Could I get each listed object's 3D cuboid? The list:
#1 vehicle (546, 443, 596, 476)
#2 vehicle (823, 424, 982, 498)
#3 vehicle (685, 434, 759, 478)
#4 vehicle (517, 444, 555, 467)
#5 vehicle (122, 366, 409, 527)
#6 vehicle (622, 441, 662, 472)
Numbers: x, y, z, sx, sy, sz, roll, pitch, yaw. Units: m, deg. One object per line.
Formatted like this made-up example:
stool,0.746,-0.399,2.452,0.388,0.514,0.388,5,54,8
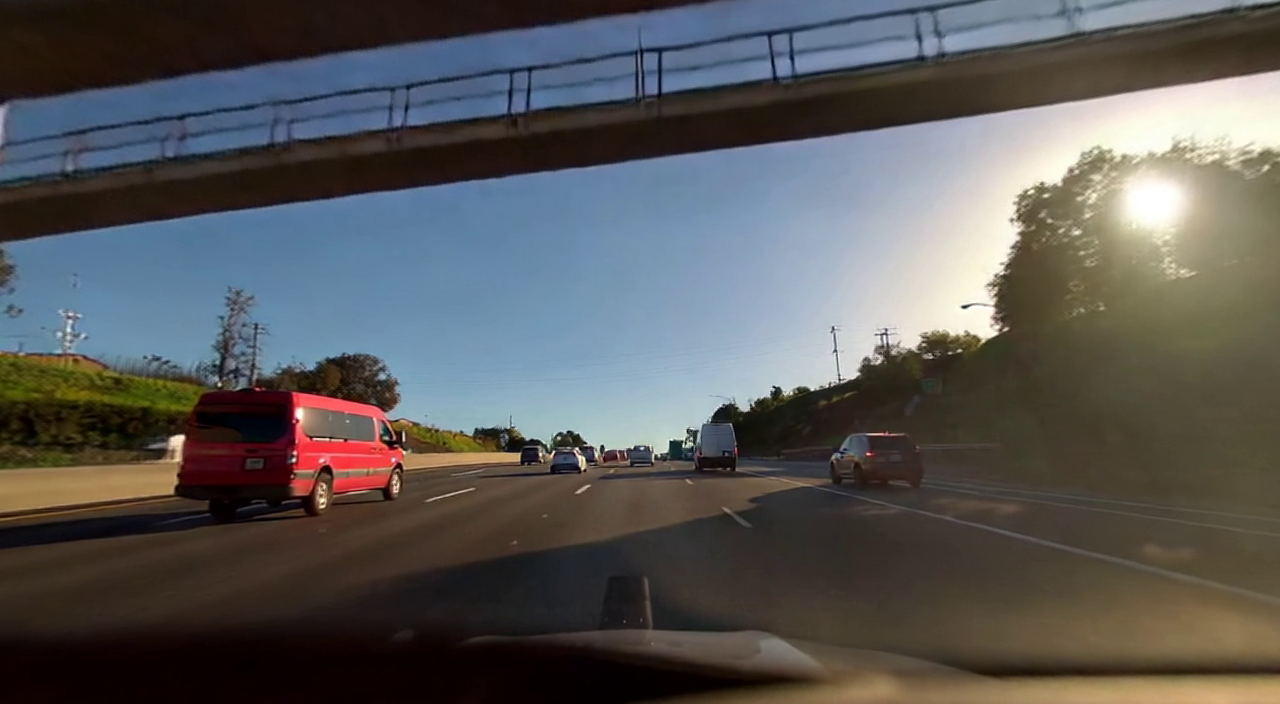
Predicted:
vehicle,-3.344,5.288,31.328,1.970,1.483,4.071,-1,-8,1
vehicle,7.454,3.175,18.815,2.304,1.840,5.706,0,-8,0
vehicle,3.720,4.899,30.019,2.777,1.895,5.710,0,-8,0
vehicle,-7.459,7.473,45.635,1.961,1.562,4.301,0,-8,1
vehicle,-7.527,2.062,13.961,2.336,2.708,6.421,0,-8,0
vehicle,0.115,5.933,36.024,2.115,1.617,4.102,0,-8,0
